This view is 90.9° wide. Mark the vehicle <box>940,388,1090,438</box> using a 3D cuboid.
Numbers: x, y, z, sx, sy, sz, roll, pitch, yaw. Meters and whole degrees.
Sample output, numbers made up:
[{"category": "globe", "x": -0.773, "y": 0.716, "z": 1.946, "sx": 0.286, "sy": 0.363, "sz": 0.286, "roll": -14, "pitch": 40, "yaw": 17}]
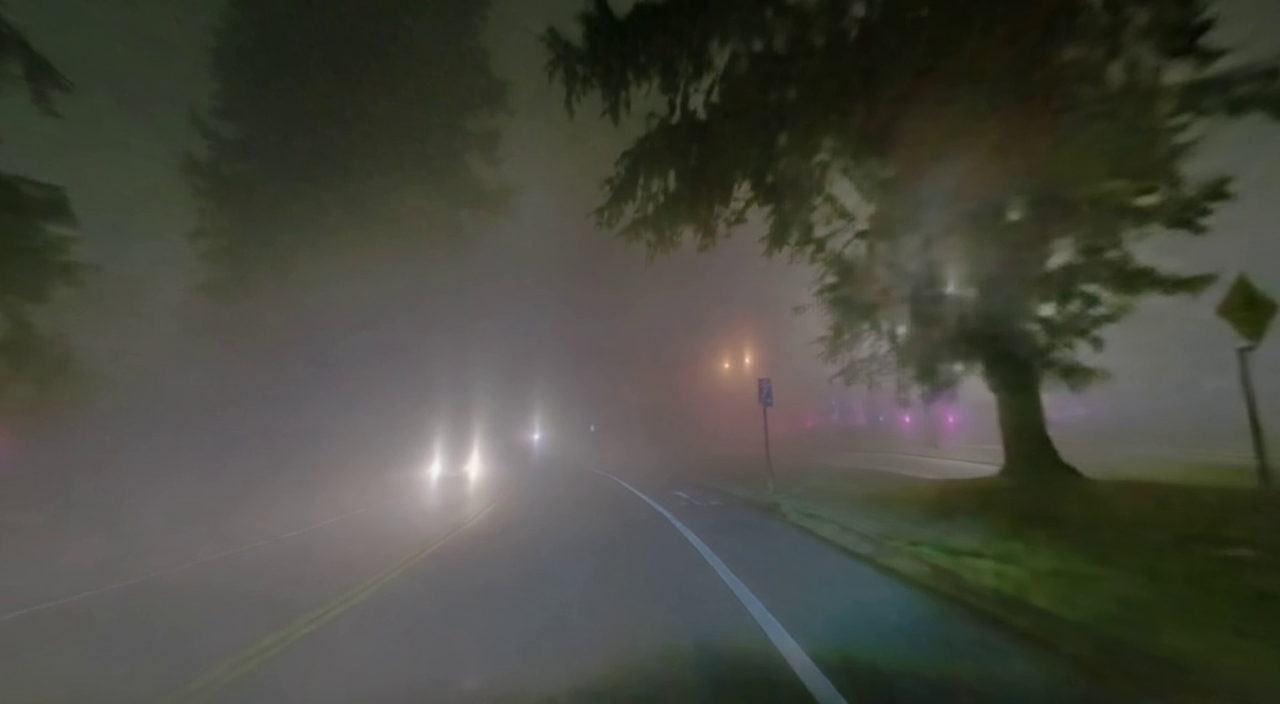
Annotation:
[{"category": "vehicle", "x": 26.880, "y": 4.435, "z": 45.491, "sx": 8.774, "sy": 3.004, "sz": 2.914, "roll": -3, "pitch": -7, "yaw": -1}]

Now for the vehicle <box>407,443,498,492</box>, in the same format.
[{"category": "vehicle", "x": -6.241, "y": 3.849, "z": 21.545, "sx": 2.125, "sy": 1.440, "sz": 4.450, "roll": 0, "pitch": -8, "yaw": -5}]
